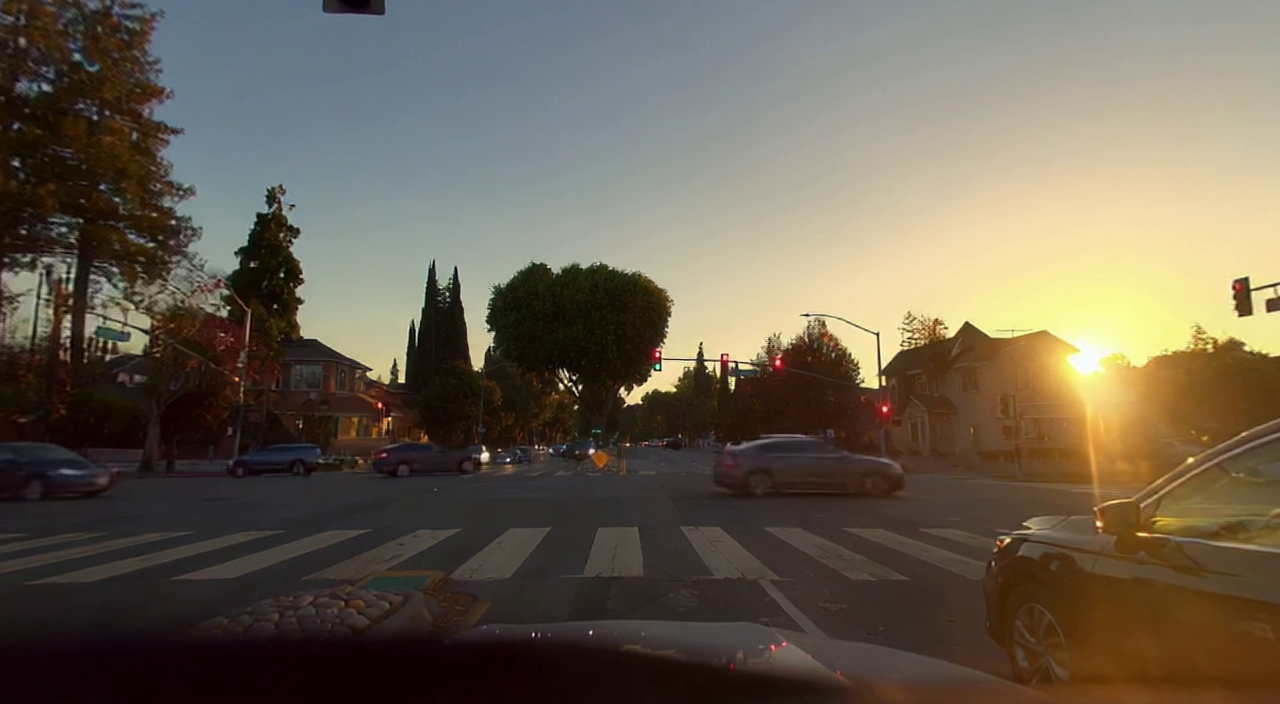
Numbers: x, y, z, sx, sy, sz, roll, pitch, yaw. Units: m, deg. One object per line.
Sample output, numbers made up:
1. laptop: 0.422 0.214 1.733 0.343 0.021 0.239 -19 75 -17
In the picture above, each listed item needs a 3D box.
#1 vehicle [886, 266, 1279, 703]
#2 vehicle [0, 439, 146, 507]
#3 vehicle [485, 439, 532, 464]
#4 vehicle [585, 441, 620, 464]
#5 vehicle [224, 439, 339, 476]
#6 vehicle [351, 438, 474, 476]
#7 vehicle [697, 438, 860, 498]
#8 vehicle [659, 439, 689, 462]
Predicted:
1. vehicle: 2.695 0.708 1.748 2.085 1.800 4.908 0 -9 1
2. vehicle: -15.873 3.060 16.226 4.680 1.620 1.943 0 -9 -1
3. vehicle: -8.997 6.856 43.664 2.028 1.654 5.027 0 -9 1
4. vehicle: -2.443 6.716 42.355 2.046 1.491 4.118 0 -8 0
5. vehicle: -18.528 5.442 32.831 2.065 1.775 4.667 -7 -11 39
6. vehicle: -9.661 4.441 26.857 4.689 1.490 1.920 4 -9 -24
7. vehicle: 3.565 3.070 16.870 3.894 1.487 1.863 0 -9 -1
8. vehicle: 2.543 7.500 48.035 2.130 1.633 4.532 0 -9 2
